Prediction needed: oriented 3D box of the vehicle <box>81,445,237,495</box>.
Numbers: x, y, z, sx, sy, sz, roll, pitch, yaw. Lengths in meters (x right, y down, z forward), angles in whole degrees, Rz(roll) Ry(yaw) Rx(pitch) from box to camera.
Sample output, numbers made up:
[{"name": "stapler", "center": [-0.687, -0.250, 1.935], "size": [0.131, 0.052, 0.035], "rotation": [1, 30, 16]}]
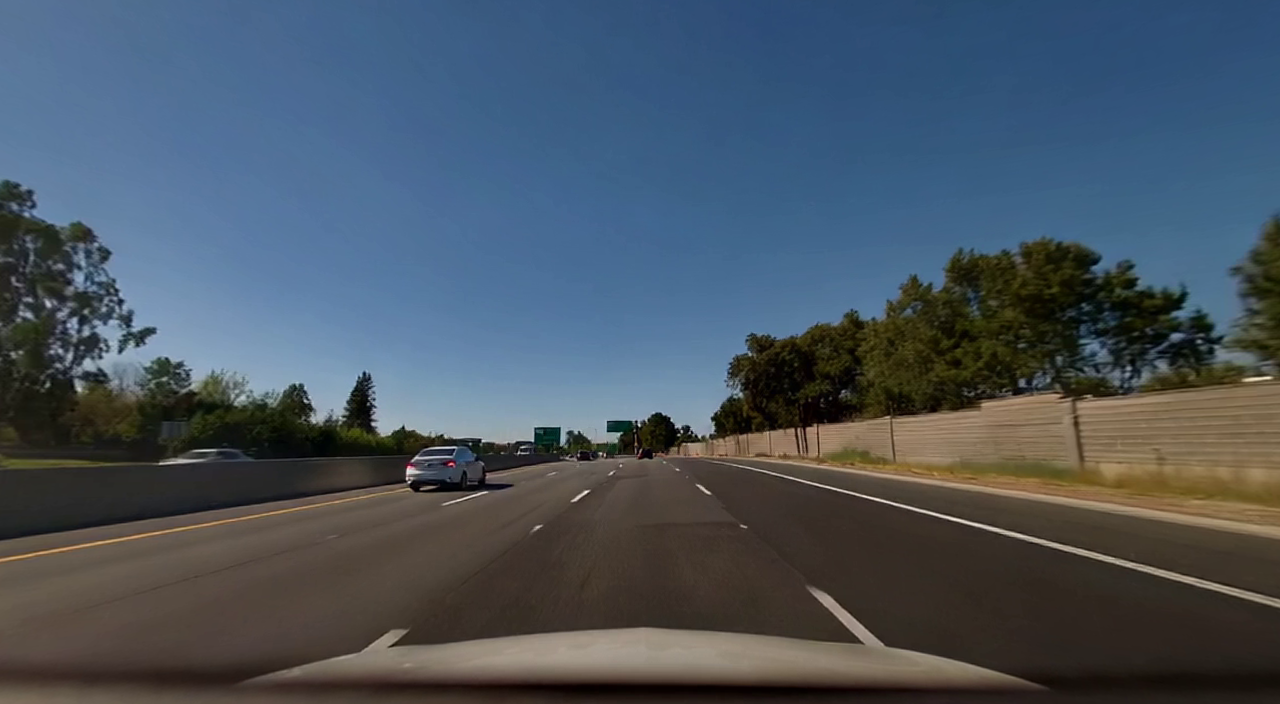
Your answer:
[{"name": "vehicle", "center": [-20.902, 5.117, 27.902], "size": [2.220, 1.938, 5.886], "rotation": [0, -8, 1]}]
